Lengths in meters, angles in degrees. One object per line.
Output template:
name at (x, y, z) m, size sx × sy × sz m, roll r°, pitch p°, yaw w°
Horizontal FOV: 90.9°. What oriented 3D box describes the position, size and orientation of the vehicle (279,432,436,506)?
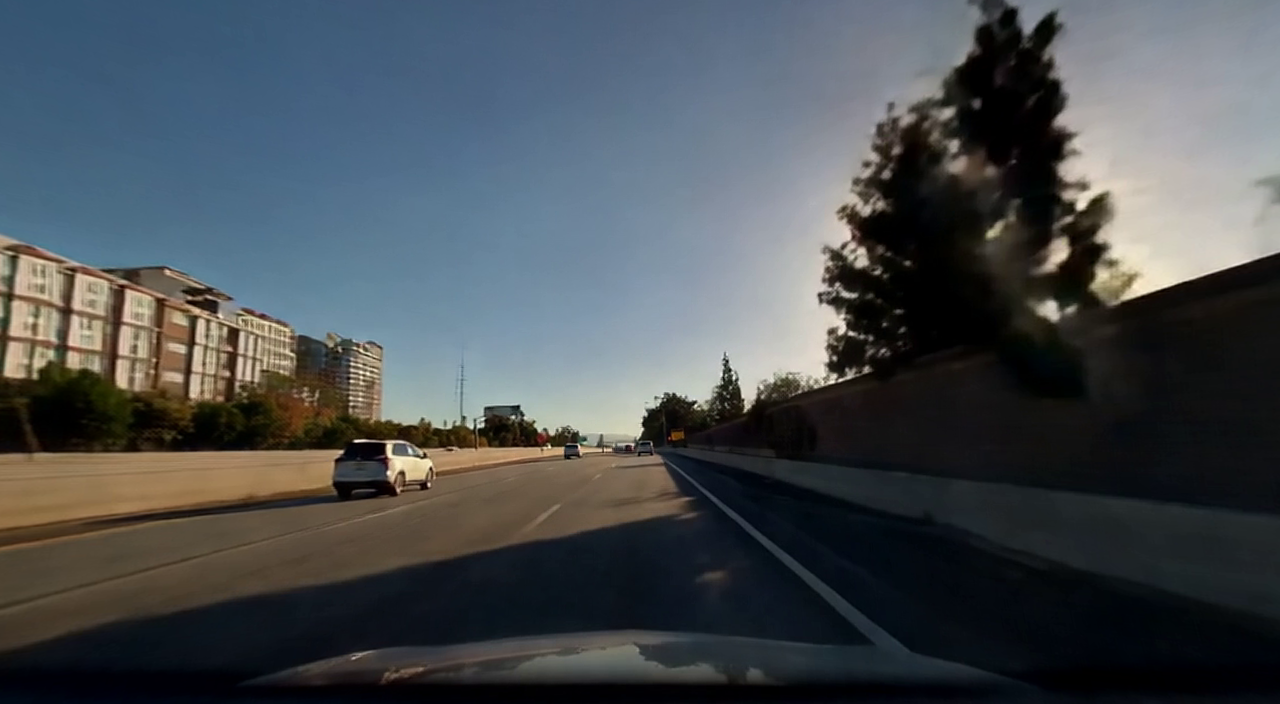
vehicle at (-7.299, 3.050, 16.914) m, size 2.088 × 1.678 × 4.426 m, roll -1°, pitch -8°, yaw 1°
